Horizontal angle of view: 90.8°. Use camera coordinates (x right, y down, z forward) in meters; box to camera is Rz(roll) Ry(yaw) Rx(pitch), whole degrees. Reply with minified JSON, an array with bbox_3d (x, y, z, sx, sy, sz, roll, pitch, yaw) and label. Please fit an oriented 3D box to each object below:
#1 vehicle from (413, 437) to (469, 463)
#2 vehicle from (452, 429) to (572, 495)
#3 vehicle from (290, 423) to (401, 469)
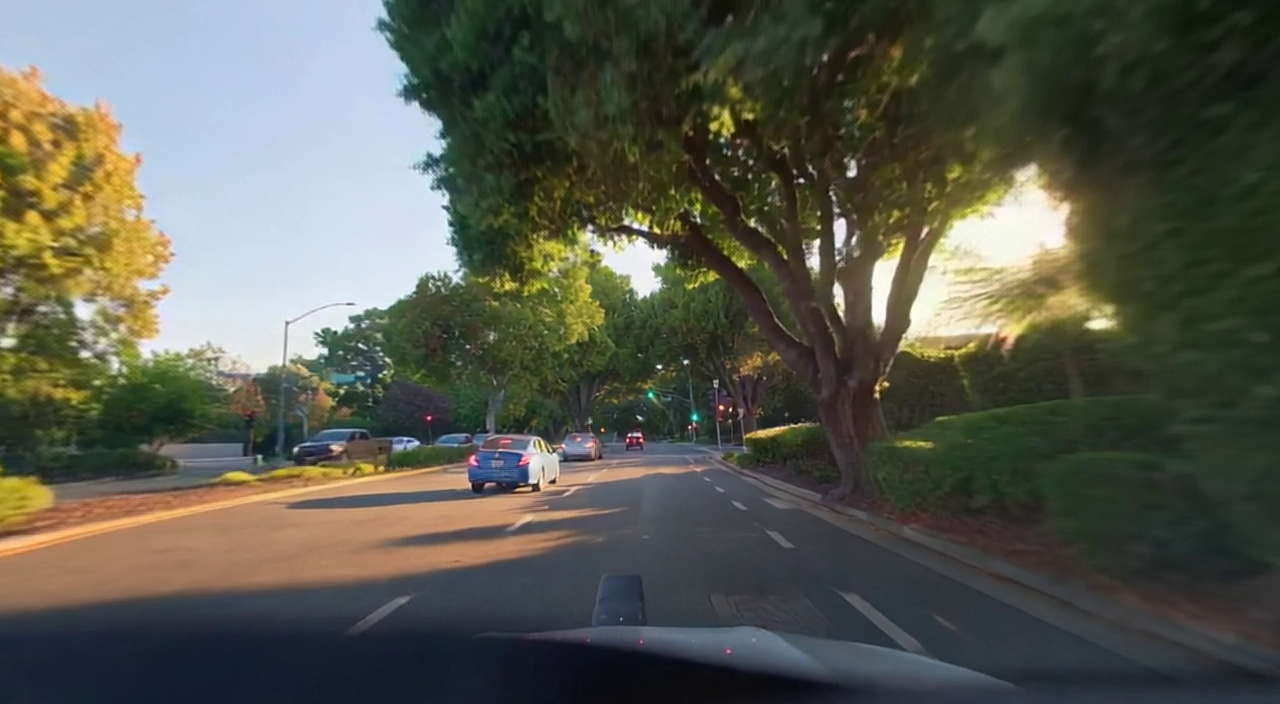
[{"bbox_3d":[-12.158,5.996,38.865,1.966,1.496,4.470,0,-8,1],"label":"vehicle"},{"bbox_3d":[-3.188,2.856,16.819,2.038,1.486,4.678,0,-8,2],"label":"vehicle"},{"bbox_3d":[-16.000,5.199,34.970,2.734,2.261,6.993,0,-8,1],"label":"vehicle"}]
